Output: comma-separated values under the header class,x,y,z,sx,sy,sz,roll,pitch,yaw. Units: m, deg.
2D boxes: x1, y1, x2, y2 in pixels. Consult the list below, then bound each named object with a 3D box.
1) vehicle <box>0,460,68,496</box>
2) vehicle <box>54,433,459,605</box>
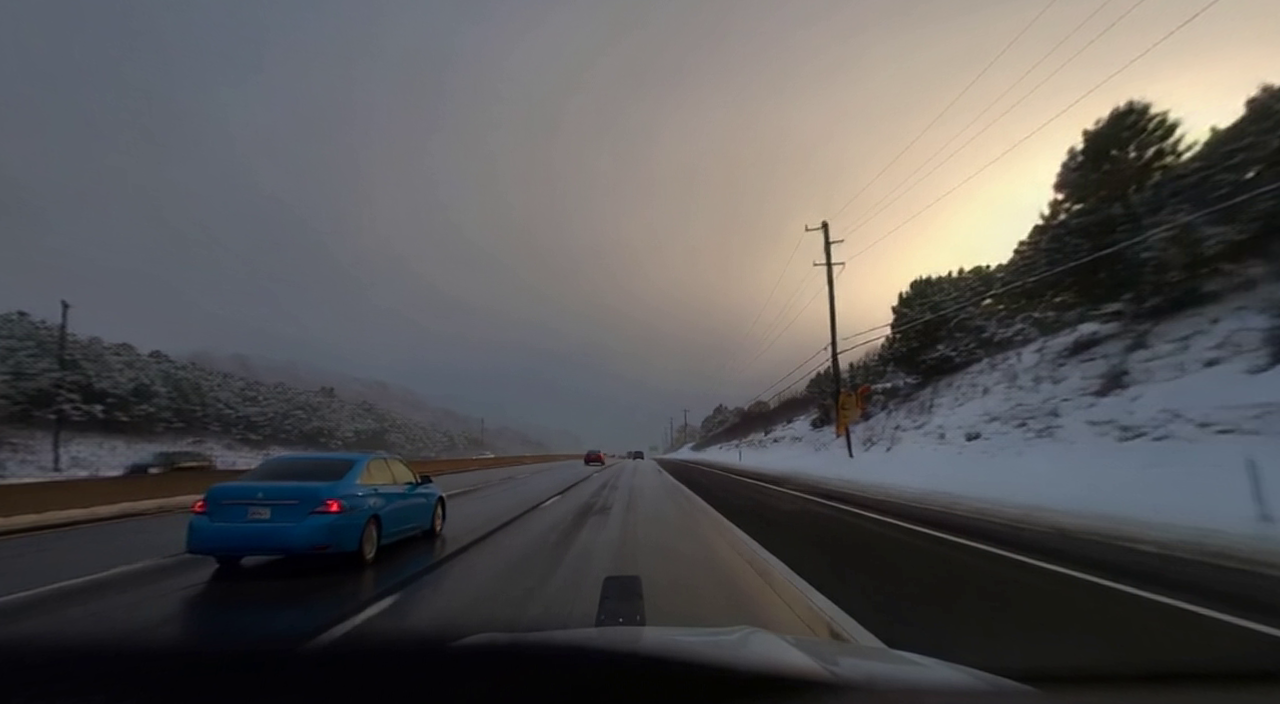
class,x,y,z,sx,sy,sz,roll,pitch,yaw
vehicle,-29.311,5.848,29.422,1.822,1.496,3.768,0,-9,-1
vehicle,-4.101,1.852,8.108,2.064,1.489,4.966,0,-9,0
